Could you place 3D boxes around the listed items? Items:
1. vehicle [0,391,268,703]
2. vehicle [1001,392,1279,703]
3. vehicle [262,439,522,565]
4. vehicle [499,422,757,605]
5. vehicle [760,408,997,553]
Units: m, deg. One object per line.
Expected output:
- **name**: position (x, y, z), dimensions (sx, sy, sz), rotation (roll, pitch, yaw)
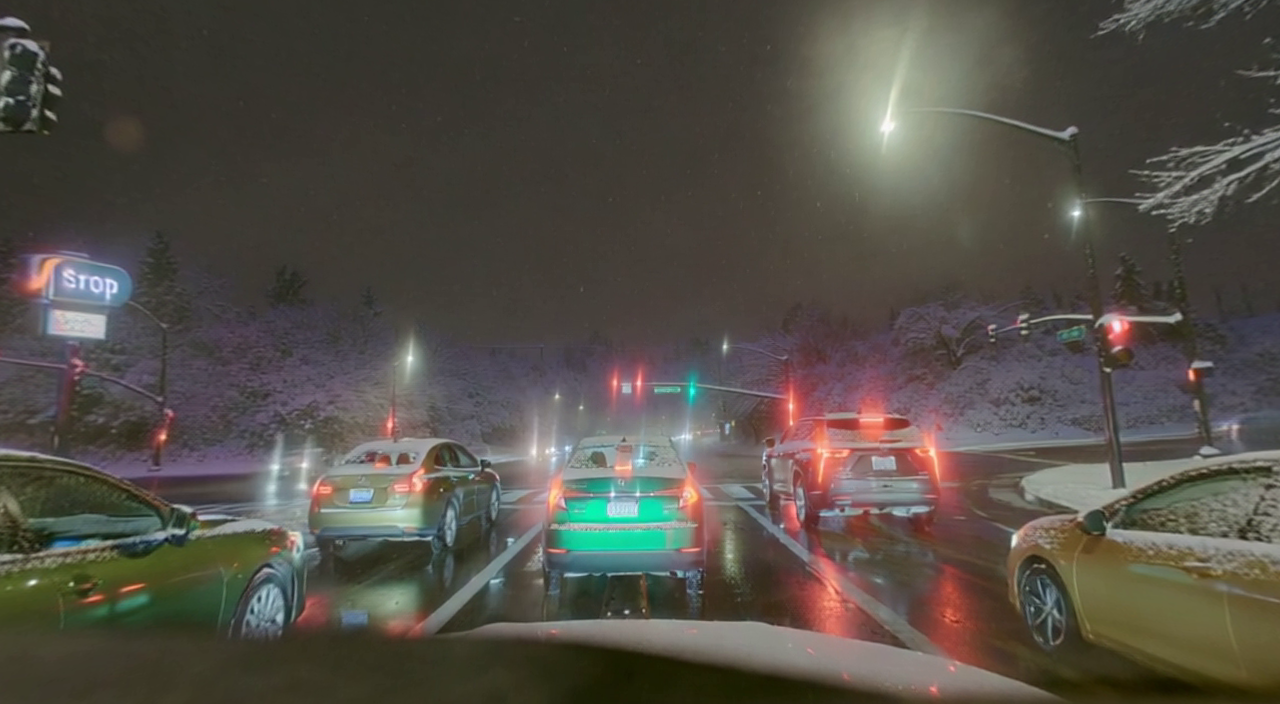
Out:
- **vehicle**: position (-3.480, 0.849, 1.838), dimensions (2.016, 1.547, 4.414), rotation (0, -8, 1)
- **vehicle**: position (3.939, 0.969, 3.104), dimensions (1.800, 1.519, 4.198), rotation (0, -8, 0)
- **vehicle**: position (-3.300, 2.068, 9.539), dimensions (1.995, 1.436, 4.373), rotation (-1, -8, 2)
- **vehicle**: position (-0.129, 1.649, 7.373), dimensions (2.140, 1.499, 4.119), rotation (0, -8, -1)
- **vehicle**: position (3.307, 1.868, 9.821), dimensions (1.992, 1.744, 4.183), rotation (0, -8, -1)
